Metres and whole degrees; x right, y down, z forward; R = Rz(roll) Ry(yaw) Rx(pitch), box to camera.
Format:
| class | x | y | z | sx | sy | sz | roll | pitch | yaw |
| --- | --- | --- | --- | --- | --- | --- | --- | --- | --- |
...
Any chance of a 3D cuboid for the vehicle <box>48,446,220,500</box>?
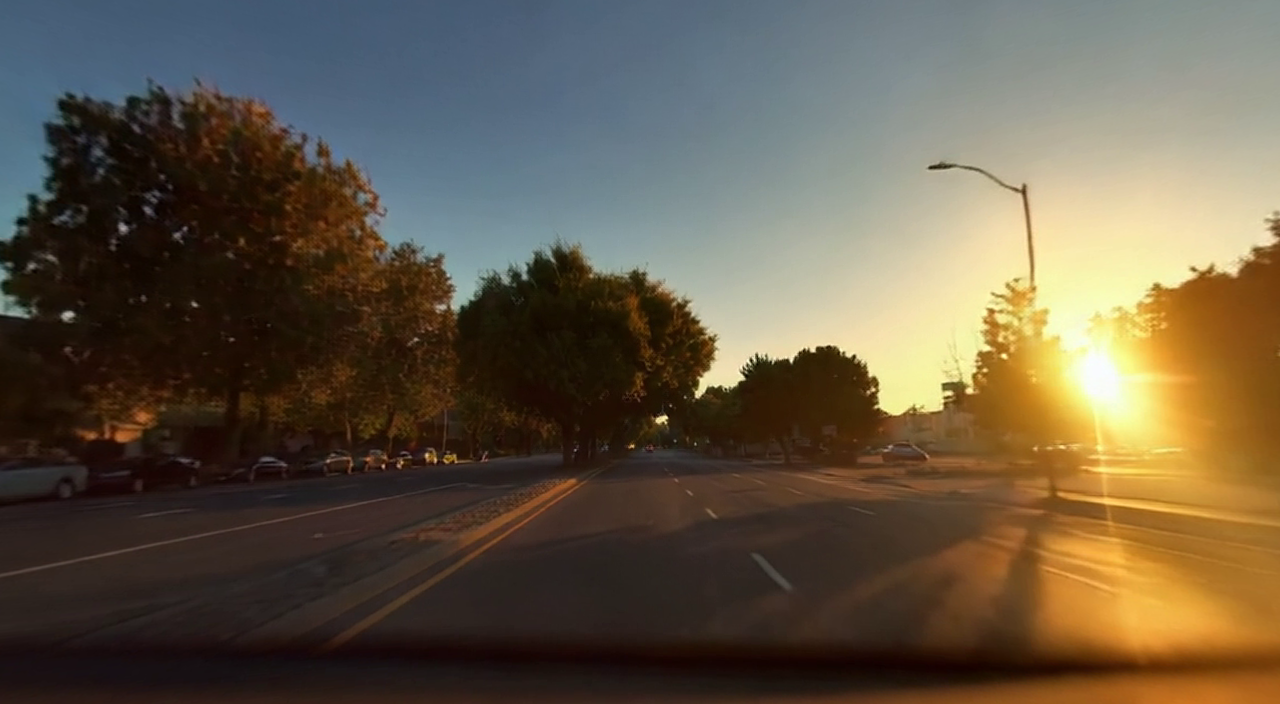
| class | x | y | z | sx | sy | sz | roll | pitch | yaw |
| --- | --- | --- | --- | --- | --- | --- | --- | --- | --- |
| vehicle | -18.013 | 4.282 | 22.858 | 2.200 | 1.730 | 4.886 | 0 | -8 | -1 |

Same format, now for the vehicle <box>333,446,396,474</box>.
| class | x | y | z | sx | sy | sz | roll | pitch | yaw |
| --- | --- | --- | --- | --- | --- | --- | --- | --- | --- |
| vehicle | -18.068 | 7.102 | 41.635 | 2.115 | 1.716 | 4.900 | 0 | -8 | -2 |

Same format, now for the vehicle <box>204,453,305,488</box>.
| class | x | y | z | sx | sy | sz | roll | pitch | yaw |
| --- | --- | --- | --- | --- | --- | --- | --- | --- | --- |
| vehicle | -17.990 | 5.516 | 29.699 | 1.839 | 1.456 | 4.507 | 0 | -8 | 0 |

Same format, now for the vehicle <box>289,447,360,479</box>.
| class | x | y | z | sx | sy | sz | roll | pitch | yaw |
| --- | --- | --- | --- | --- | --- | --- | --- | --- | --- |
| vehicle | -17.950 | 6.303 | 36.063 | 1.952 | 1.649 | 4.414 | 0 | -8 | -3 |
